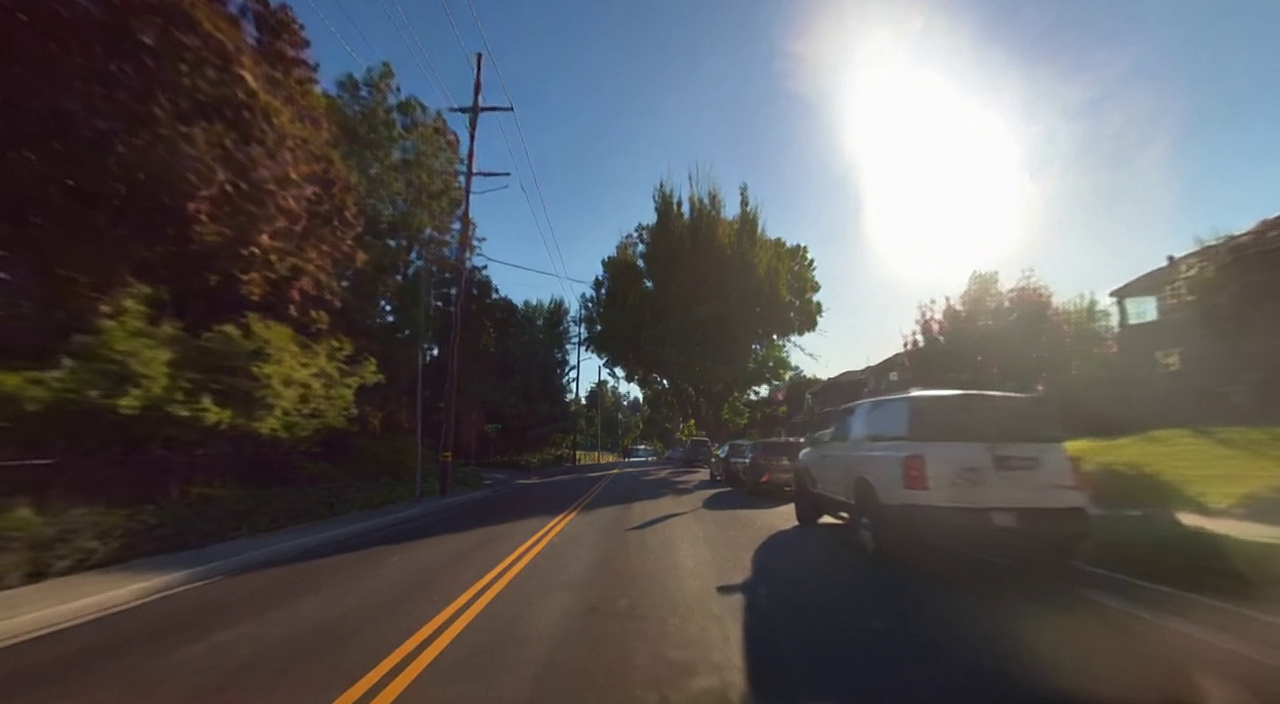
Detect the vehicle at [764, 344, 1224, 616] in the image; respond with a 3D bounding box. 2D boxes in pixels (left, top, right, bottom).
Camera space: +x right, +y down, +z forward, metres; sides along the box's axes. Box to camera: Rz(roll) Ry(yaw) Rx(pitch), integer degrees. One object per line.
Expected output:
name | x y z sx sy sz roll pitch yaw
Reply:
vehicle | 3.246 1.381 7.746 2.347 2.070 5.735 0 -8 1
